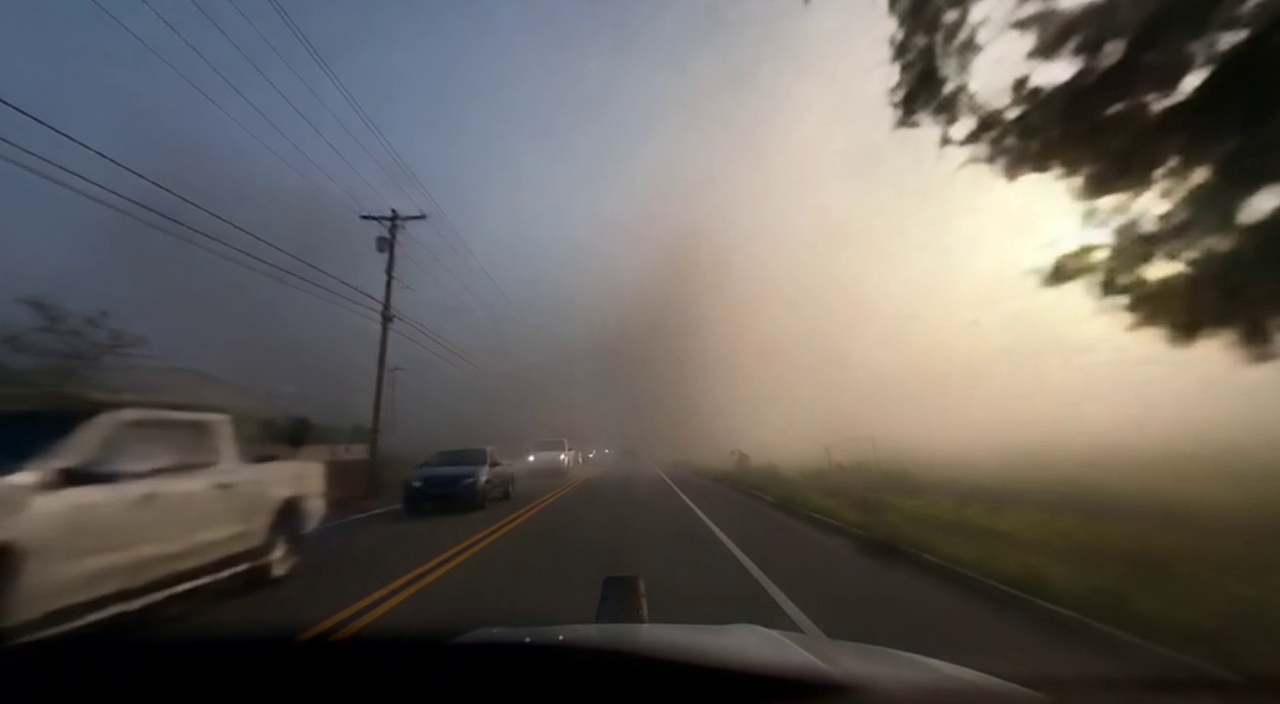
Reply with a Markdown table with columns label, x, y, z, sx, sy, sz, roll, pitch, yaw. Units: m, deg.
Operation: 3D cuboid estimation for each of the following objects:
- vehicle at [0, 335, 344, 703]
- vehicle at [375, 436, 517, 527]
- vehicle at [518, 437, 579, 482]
| label | x | y | z | sx | sy | sz | roll | pitch | yaw |
| --- | --- | --- | --- | --- | --- | --- | --- | --- | --- |
| vehicle | -4.958 | 1.290 | 5.492 | 2.366 | 2.144 | 5.347 | -3 | -8 | -2 |
| vehicle | -4.300 | 2.875 | 14.815 | 2.070 | 1.665 | 4.554 | -3 | -8 | -3 |
| vehicle | -4.307 | 5.089 | 30.423 | 2.261 | 1.901 | 4.549 | -2 | -8 | -1 |
